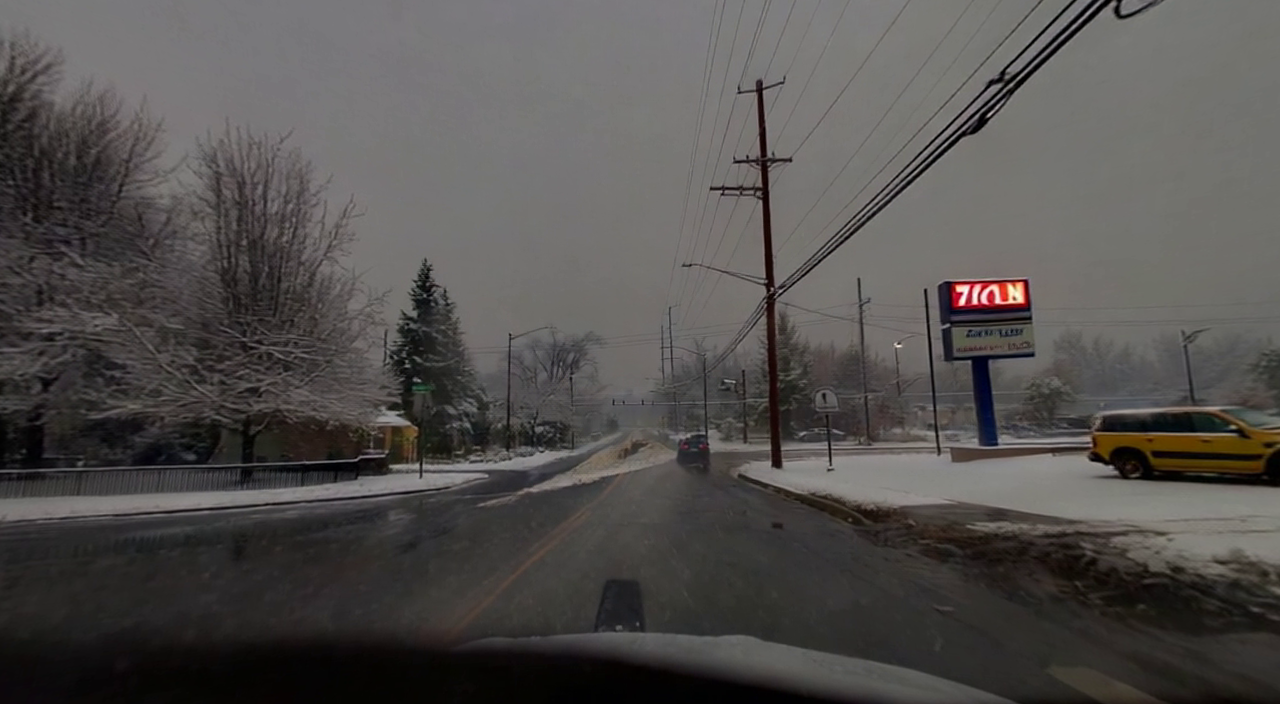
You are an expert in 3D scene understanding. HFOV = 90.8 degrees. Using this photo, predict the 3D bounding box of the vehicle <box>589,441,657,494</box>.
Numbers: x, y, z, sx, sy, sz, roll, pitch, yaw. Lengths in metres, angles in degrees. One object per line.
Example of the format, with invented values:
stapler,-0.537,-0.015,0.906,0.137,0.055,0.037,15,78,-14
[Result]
vehicle,-0.570,3.493,19.484,1.874,1.427,3.976,0,-8,-3

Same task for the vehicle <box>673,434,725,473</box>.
vehicle,3.196,5.470,34.272,2.553,1.868,5.536,-1,-8,5

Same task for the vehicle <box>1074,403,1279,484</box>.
vehicle,13.351,2.159,14.979,4.518,1.764,2.014,-1,-8,3
